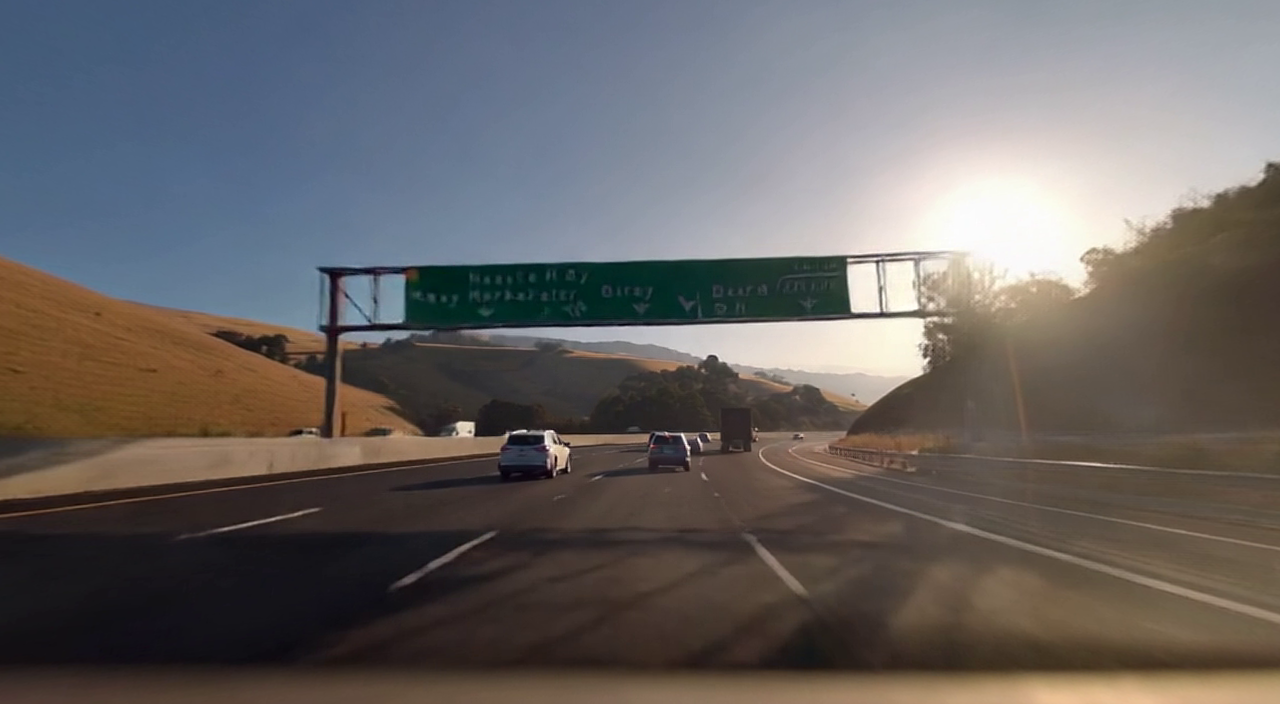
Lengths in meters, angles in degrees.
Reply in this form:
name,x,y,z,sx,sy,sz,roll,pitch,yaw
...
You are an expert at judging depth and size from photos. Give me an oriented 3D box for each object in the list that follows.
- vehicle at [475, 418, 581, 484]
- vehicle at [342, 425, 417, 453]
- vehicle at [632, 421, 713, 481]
name,x,y,z,sx,sy,sz,roll,pitch,yaw
vehicle,-3.148,2.925,18.766,2.077,1.712,4.406,-1,-8,4
vehicle,-15.669,5.293,38.233,2.243,1.558,4.619,-1,-8,6
vehicle,1.136,3.366,21.662,2.484,1.820,4.497,-1,-8,4
